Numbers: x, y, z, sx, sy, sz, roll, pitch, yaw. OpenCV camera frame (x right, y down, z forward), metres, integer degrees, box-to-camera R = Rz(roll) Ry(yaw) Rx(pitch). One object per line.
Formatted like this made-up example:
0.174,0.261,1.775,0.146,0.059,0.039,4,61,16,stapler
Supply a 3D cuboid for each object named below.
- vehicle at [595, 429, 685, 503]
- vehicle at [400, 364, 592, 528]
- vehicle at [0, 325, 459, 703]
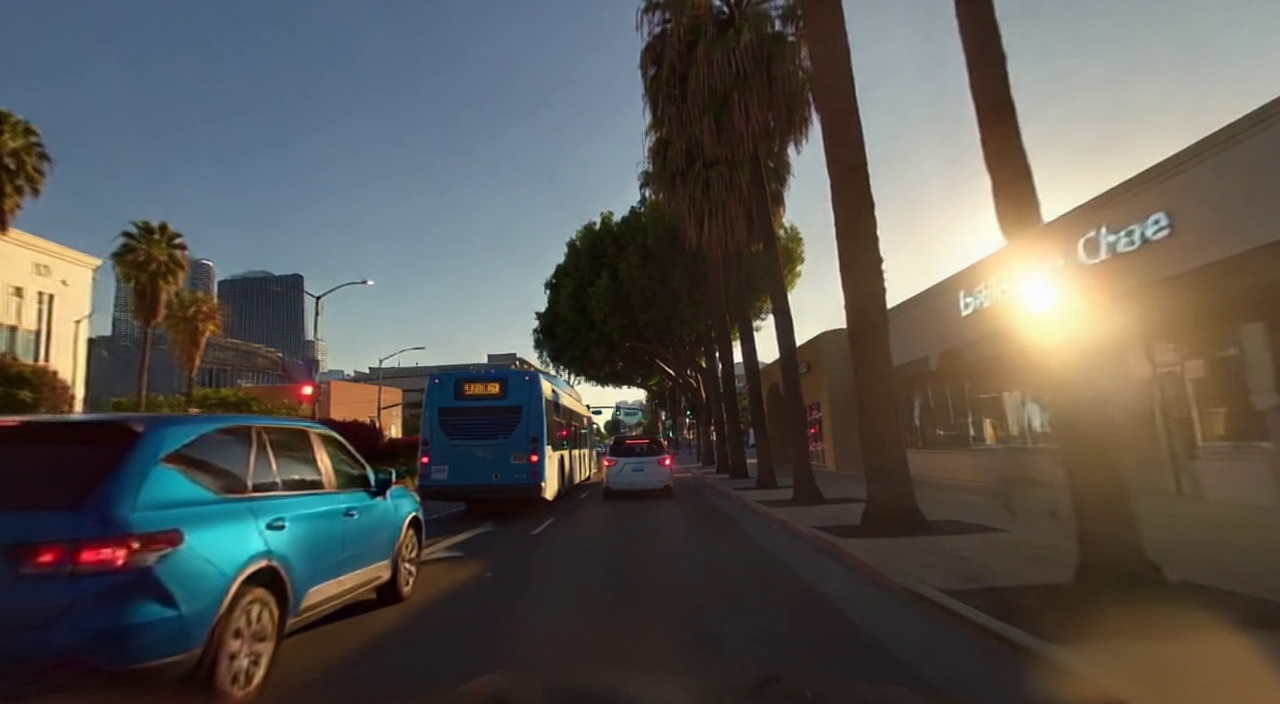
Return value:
0.006,2.993,16.973,2.120,1.727,3.917,0,-8,0,vehicle
-3.022,2.362,16.054,2.775,3.064,8.297,0,-8,1,vehicle
-3.020,1.131,4.408,2.124,1.799,4.587,0,-8,0,vehicle
